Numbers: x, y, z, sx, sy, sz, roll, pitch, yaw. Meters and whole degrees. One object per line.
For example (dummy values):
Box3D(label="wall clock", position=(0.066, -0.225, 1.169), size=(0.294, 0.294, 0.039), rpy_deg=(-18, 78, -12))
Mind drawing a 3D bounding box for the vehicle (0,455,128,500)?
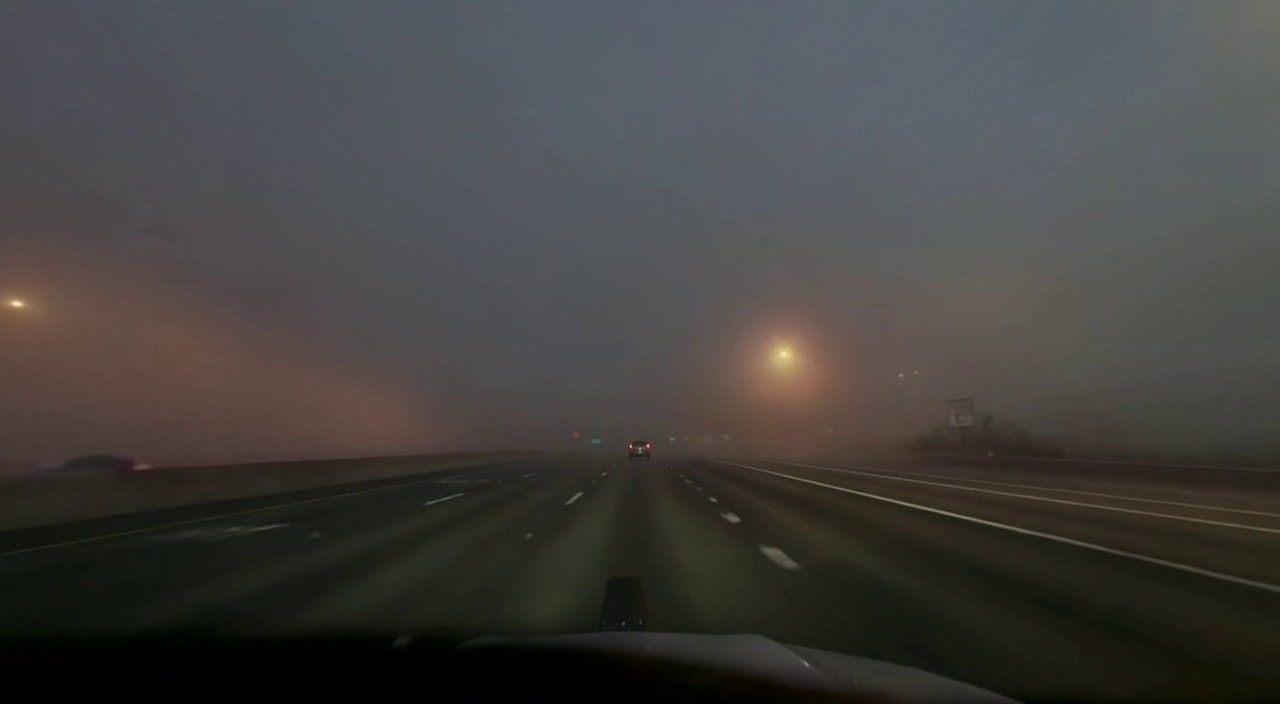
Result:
Box3D(label="vehicle", position=(-21.935, 4.601, 23.445), size=(1.876, 1.404, 4.678), rpy_deg=(-1, -8, 0))
